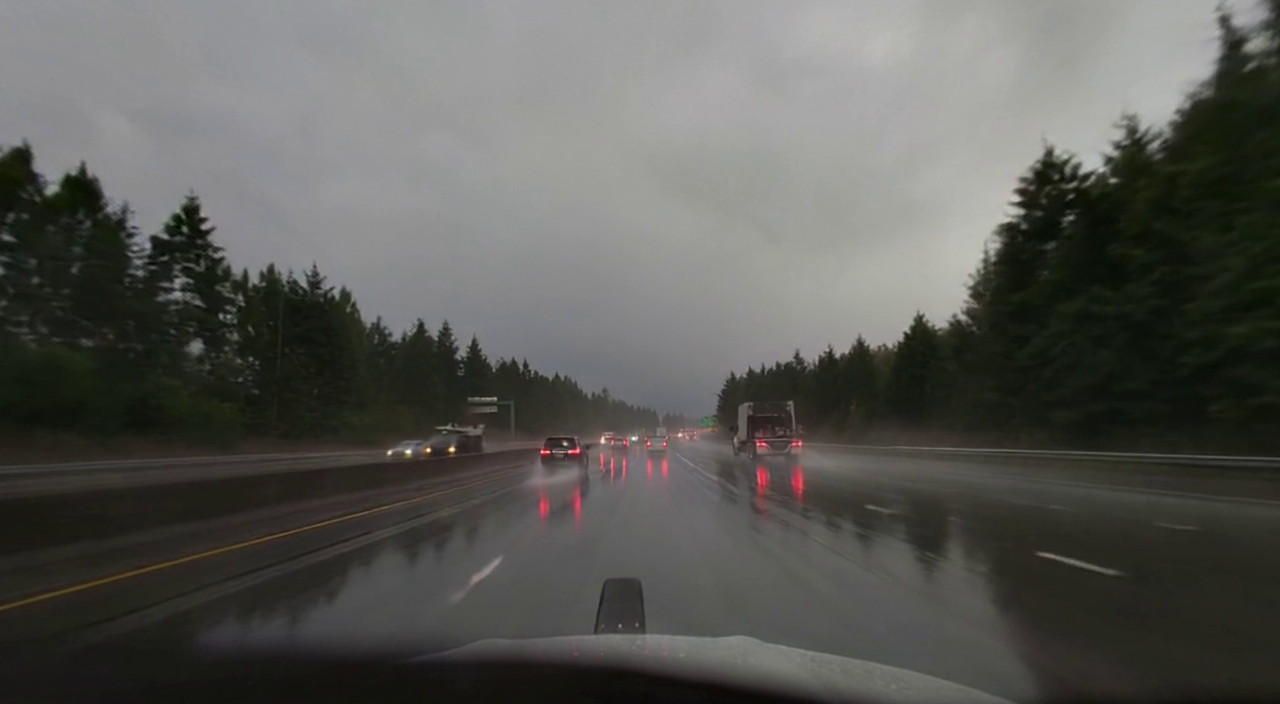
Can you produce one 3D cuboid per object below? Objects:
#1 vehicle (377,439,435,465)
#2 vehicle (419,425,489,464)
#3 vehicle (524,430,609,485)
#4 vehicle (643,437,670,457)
[{"bbox_3d":[-15.022,6.450,40.805,1.913,1.557,4.434,0,-8,2],"label":"vehicle"},{"bbox_3d":[-11.368,5.699,39.179,2.310,2.226,6.079,0,-8,2],"label":"vehicle"},{"bbox_3d":[-2.280,3.394,20.705,2.137,1.618,4.209,0,-8,2],"label":"vehicle"},{"bbox_3d":[1.229,7.295,48.782,2.004,1.465,3.842,0,-8,1],"label":"vehicle"}]
